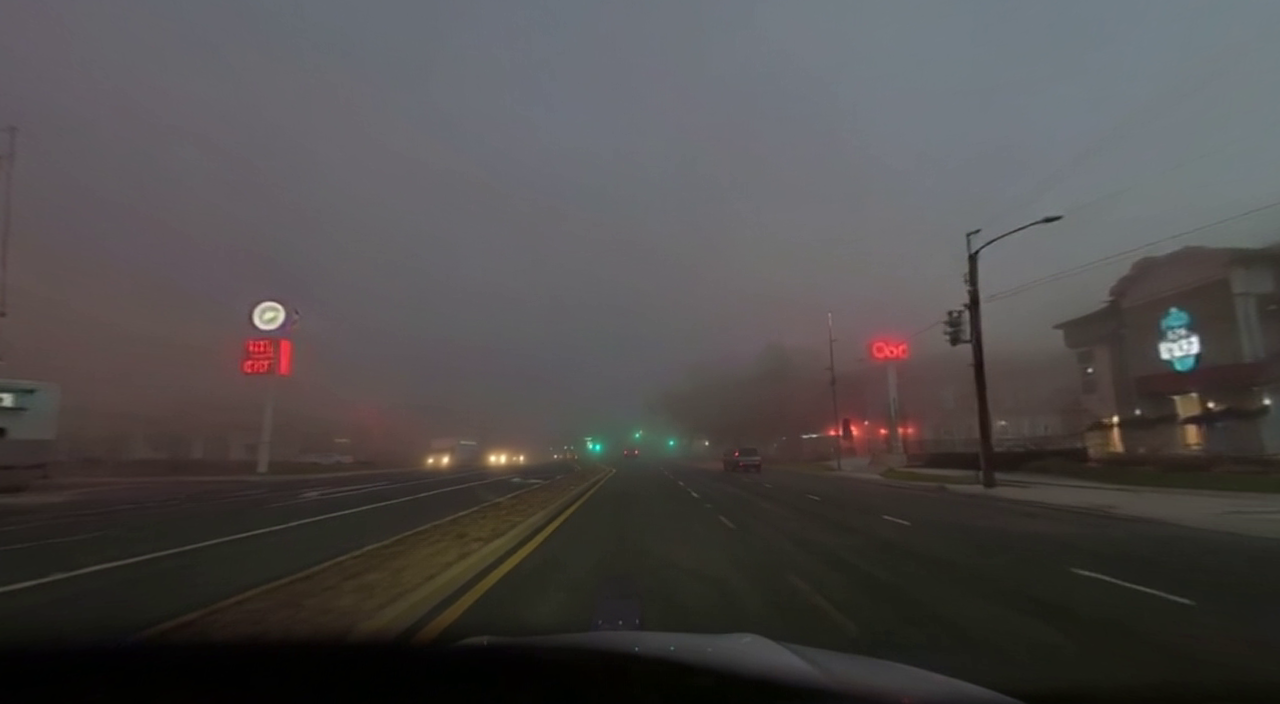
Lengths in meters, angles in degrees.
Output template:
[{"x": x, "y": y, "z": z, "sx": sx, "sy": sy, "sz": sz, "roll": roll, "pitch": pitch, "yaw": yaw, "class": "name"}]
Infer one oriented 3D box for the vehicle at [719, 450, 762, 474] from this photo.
[{"x": 6.365, "y": 7.014, "z": 40.503, "sx": 1.916, "sy": 1.437, "sz": 4.327, "roll": 0, "pitch": -9, "yaw": -2, "class": "vehicle"}]
